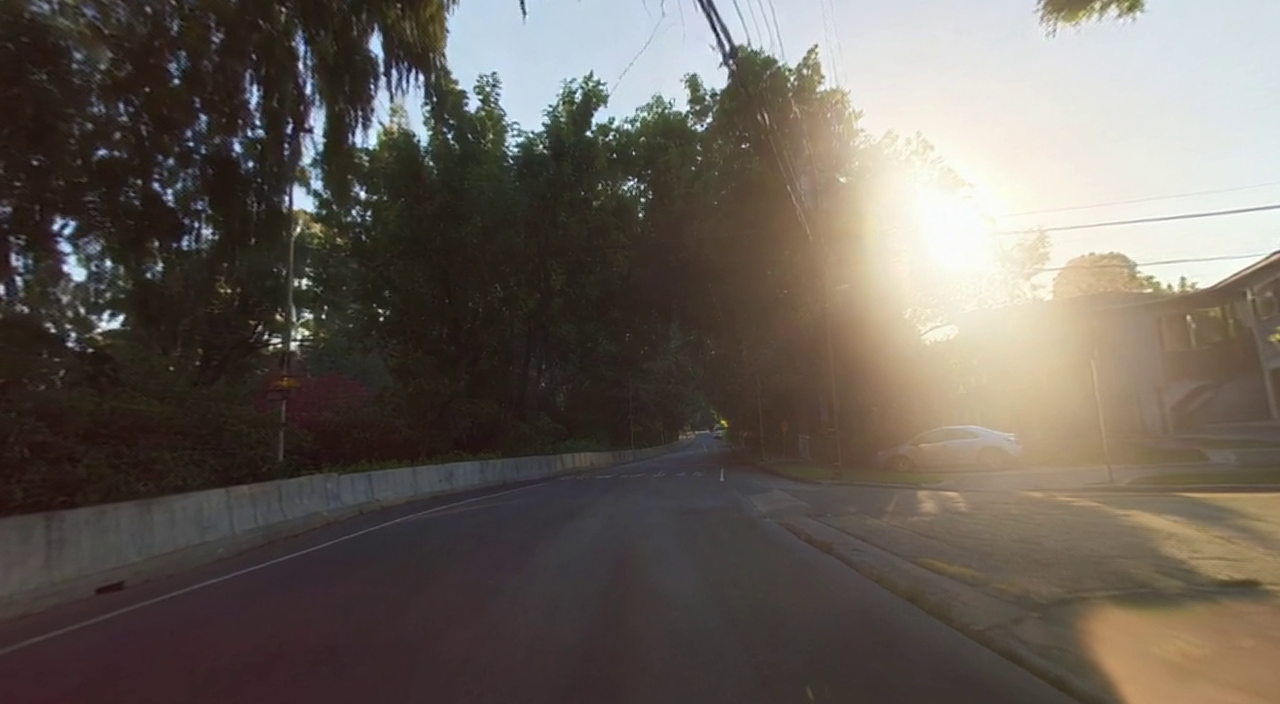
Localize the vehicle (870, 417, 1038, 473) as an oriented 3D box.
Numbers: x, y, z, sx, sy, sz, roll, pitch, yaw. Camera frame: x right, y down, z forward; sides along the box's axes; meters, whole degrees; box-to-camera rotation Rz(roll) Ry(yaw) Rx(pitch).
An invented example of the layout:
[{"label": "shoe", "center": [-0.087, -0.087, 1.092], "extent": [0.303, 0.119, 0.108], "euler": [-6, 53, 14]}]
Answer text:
[{"label": "vehicle", "center": [10.420, 3.110, 21.247], "extent": [4.614, 1.764, 1.860], "euler": [-1, -8, 5]}]
